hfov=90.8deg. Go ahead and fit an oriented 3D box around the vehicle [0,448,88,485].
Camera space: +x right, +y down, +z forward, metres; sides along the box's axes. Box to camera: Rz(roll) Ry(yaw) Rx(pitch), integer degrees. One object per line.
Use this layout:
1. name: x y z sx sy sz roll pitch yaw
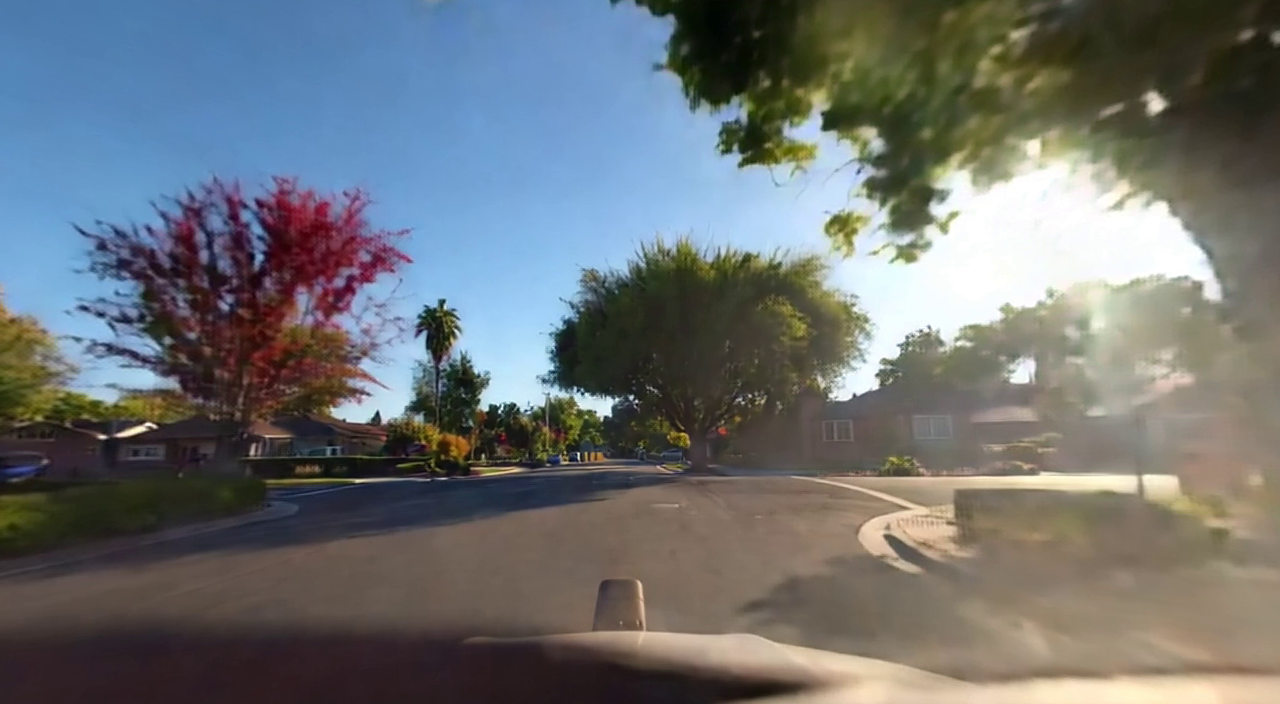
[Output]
1. vehicle: -30.280 5.650 31.193 4.023 1.692 2.024 0 -10 -2
